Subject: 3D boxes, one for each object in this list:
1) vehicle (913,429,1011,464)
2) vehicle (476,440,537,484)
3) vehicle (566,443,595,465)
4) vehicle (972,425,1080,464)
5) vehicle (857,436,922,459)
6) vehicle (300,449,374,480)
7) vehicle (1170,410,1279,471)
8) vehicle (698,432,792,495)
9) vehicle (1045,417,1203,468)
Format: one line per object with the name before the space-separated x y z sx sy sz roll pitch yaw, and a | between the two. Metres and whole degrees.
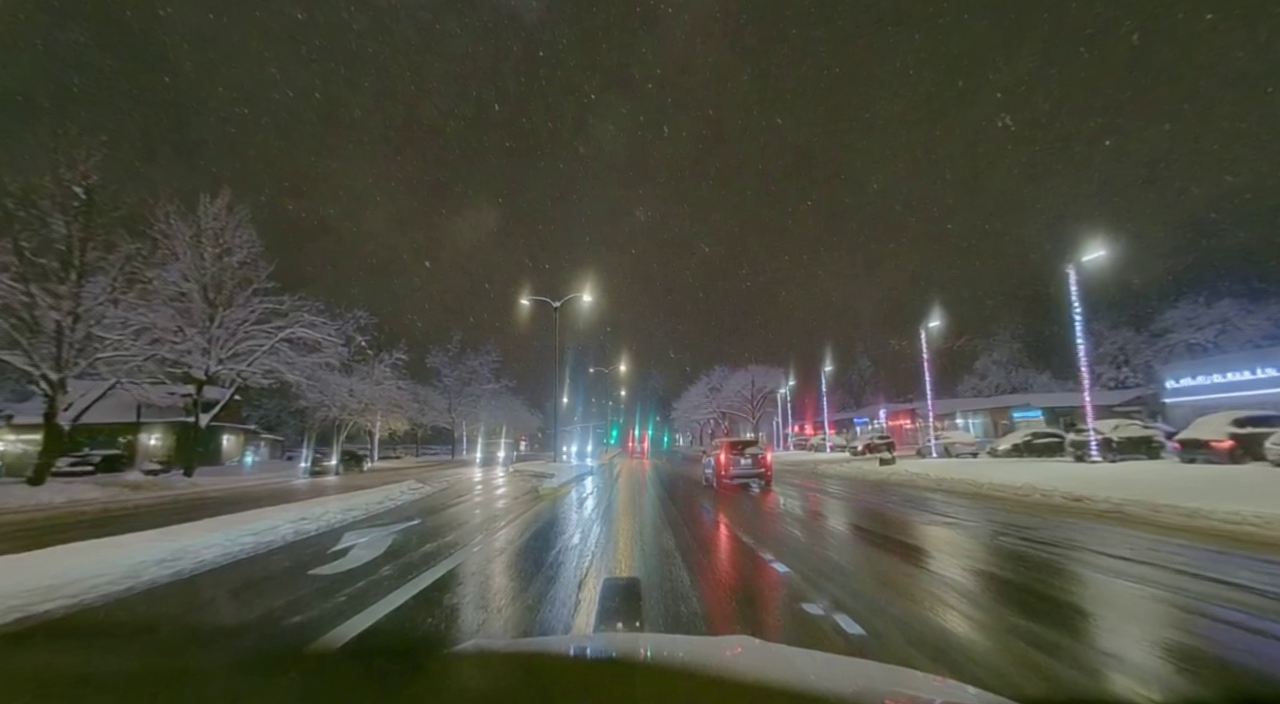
vehicle | 16.967 5.043 33.671 2.280 1.699 5.098 0 -8 -4
vehicle | -5.370 4.285 24.955 2.053 1.555 4.296 2 -9 -15
vehicle | -4.401 7.477 46.240 1.905 1.471 4.302 -1 -9 -8
vehicle | 17.210 4.192 28.517 1.779 1.505 4.847 -2 -9 0
vehicle | 18.707 7.147 47.367 4.524 1.653 2.109 5 -10 -30
vehicle | -17.058 6.344 35.845 1.947 1.504 4.672 -3 -8 0
vehicle | 17.926 2.451 17.632 1.950 1.594 4.625 -1 -9 -5
vehicle | 3.051 3.349 19.323 1.963 1.677 4.229 0 -8 -2
vehicle | 17.391 3.322 23.096 1.889 1.656 4.693 0 -8 -2
